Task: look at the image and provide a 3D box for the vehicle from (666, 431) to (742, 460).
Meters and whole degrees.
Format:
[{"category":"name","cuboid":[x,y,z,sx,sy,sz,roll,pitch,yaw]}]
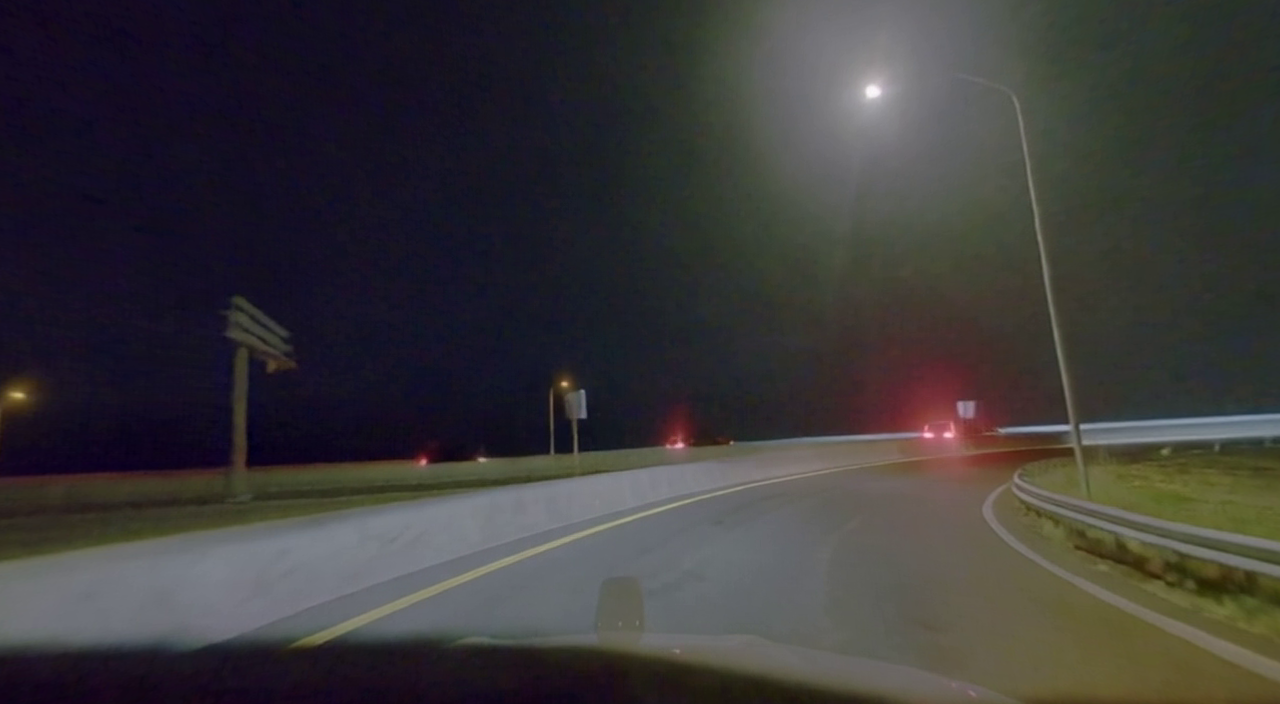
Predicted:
[{"category":"vehicle","cuboid":[3.802,5.586,37.614,3.990,1.549,1.971,2,-12,-20]}]
